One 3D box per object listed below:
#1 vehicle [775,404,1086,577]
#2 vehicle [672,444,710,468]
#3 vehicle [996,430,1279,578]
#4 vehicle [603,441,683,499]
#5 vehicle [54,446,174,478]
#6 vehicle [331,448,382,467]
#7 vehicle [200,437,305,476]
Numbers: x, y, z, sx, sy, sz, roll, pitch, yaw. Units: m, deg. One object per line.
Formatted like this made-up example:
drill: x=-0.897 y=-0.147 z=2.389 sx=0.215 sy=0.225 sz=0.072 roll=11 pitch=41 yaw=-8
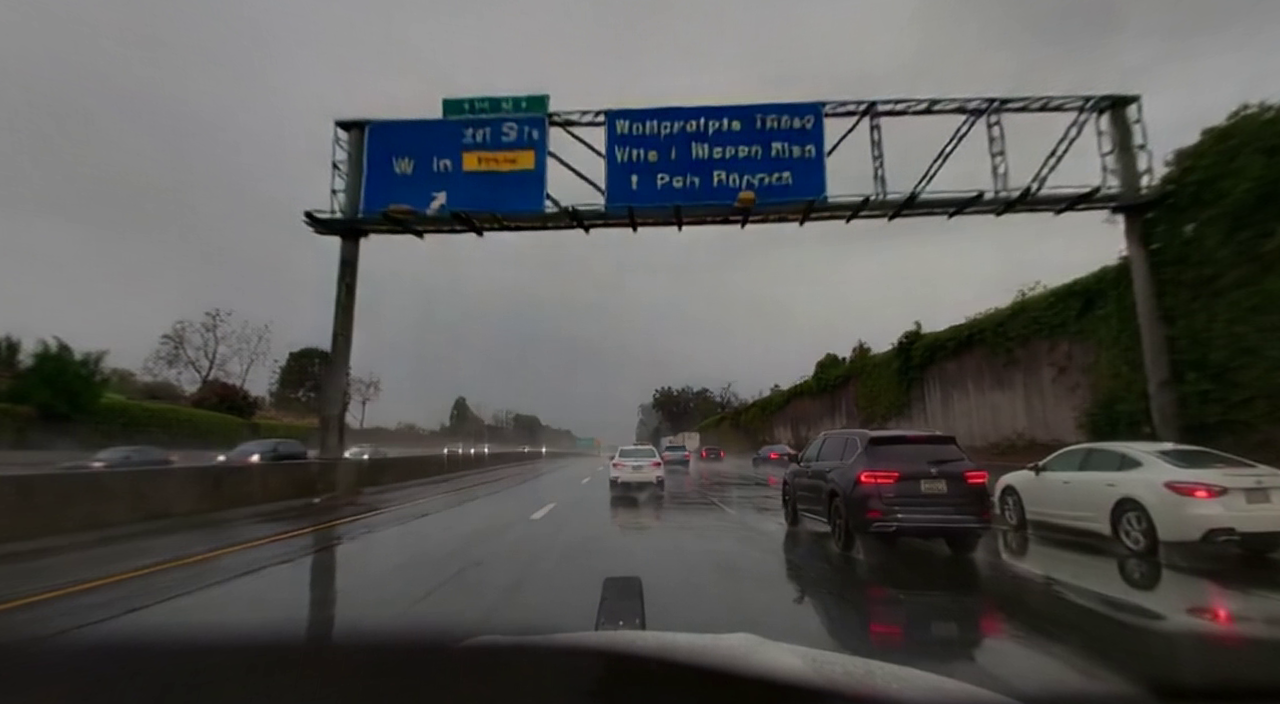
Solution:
vehicle: x=3.570 y=1.806 z=9.069 sx=2.162 sy=1.800 sz=4.693 roll=0 pitch=-9 yaw=-1
vehicle: x=3.296 y=6.845 z=41.799 sx=1.998 sy=1.490 sz=4.296 roll=0 pitch=-9 yaw=-2
vehicle: x=7.077 y=1.852 z=8.583 sx=1.872 sy=1.469 sz=4.414 roll=0 pitch=-9 yaw=0
vehicle: x=0.045 y=3.389 z=18.573 sx=2.098 sy=1.475 sz=3.997 roll=0 pitch=-9 yaw=-1
vehicle: x=-25.759 y=5.380 z=31.208 sx=1.857 sy=1.452 sz=4.788 roll=0 pitch=-9 yaw=-1
vehicle: x=-21.871 y=8.142 z=48.959 sx=1.992 sy=1.424 sz=4.365 roll=0 pitch=-9 yaw=-1
vehicle: x=-18.002 y=4.869 z=29.638 sx=1.994 sy=1.658 sz=4.646 roll=0 pitch=-9 yaw=0
